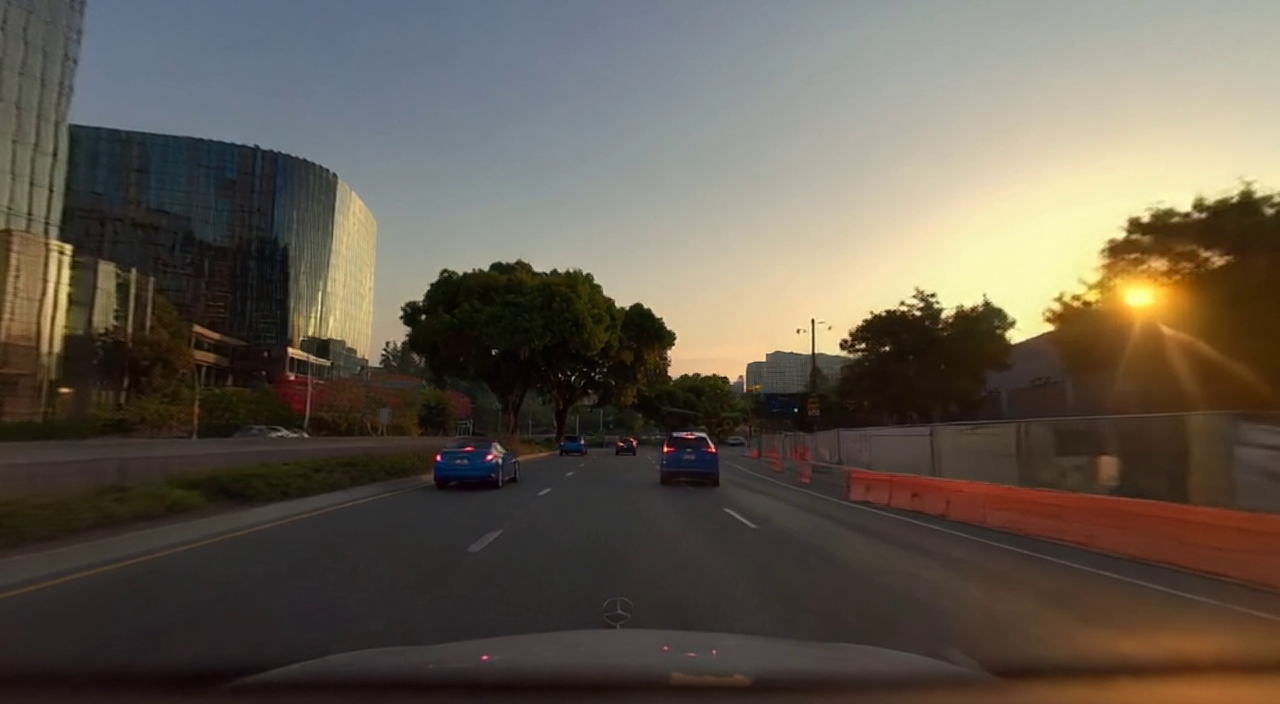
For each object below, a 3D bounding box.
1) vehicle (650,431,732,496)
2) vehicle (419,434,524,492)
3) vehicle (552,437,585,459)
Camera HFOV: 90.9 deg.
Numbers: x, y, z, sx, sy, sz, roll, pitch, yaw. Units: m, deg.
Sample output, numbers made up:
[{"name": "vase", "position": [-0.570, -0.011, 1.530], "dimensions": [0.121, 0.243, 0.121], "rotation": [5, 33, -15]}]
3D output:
[{"name": "vehicle", "position": [1.344, 2.860, 16.631], "dimensions": [1.913, 1.499, 3.581], "rotation": [-1, -8, 5]}, {"name": "vehicle", "position": [-4.537, 3.018, 17.594], "dimensions": [1.848, 1.406, 4.013], "rotation": [0, -8, 0]}, {"name": "vehicle", "position": [-5.092, 6.872, 45.196], "dimensions": [1.888, 1.486, 4.310], "rotation": [0, -8, 0]}]
